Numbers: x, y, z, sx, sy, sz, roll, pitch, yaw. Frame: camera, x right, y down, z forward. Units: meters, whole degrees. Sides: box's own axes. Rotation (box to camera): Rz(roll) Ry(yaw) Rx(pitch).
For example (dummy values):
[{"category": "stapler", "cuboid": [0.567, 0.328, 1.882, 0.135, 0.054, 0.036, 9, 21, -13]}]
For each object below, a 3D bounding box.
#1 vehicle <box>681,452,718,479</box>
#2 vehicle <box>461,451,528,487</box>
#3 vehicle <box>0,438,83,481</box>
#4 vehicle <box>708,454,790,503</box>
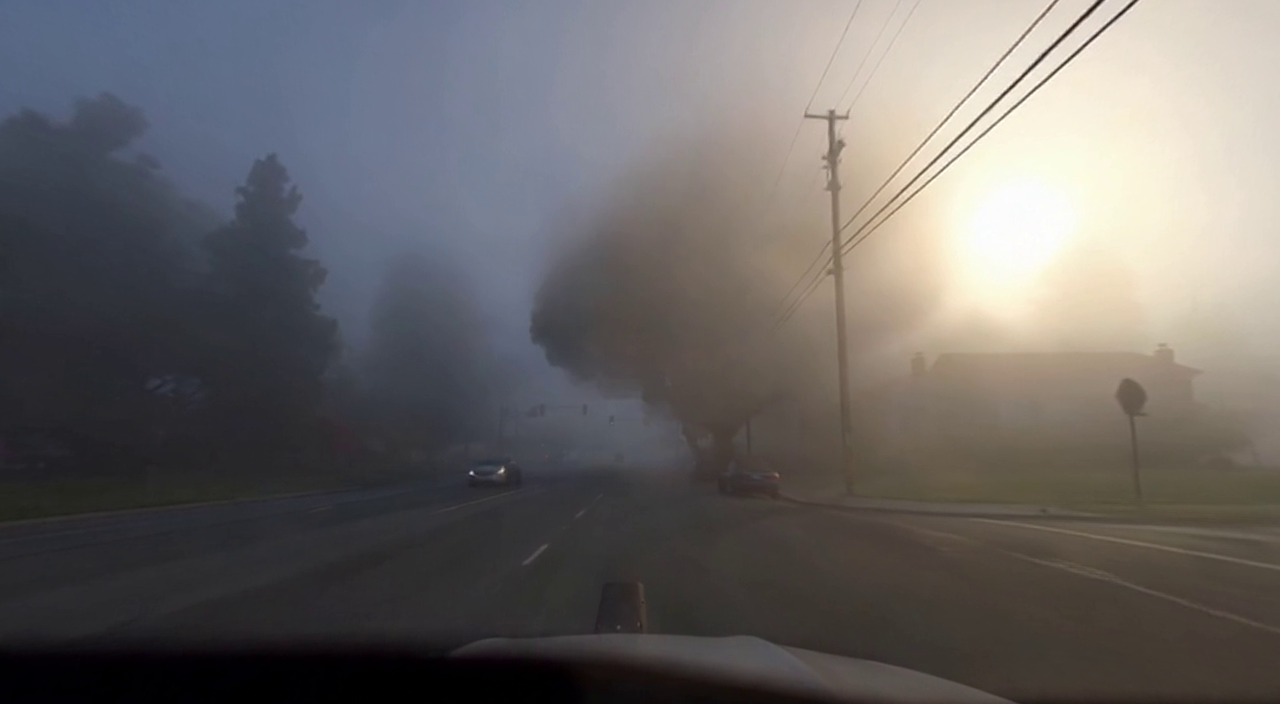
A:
[{"category": "vehicle", "cuboid": [4.005, 7.733, 43.316, 2.020, 1.690, 4.621, 0, -9, -1]}, {"category": "vehicle", "cuboid": [-6.529, 5.295, 28.863, 2.049, 1.494, 4.226, 0, -9, 1]}, {"category": "vehicle", "cuboid": [-28.657, 4.831, 28.482, 4.750, 1.845, 2.382, 0, -9, -1]}, {"category": "vehicle", "cuboid": [3.749, 4.436, 22.580, 2.031, 1.500, 4.590, 0, -9, -1]}]
